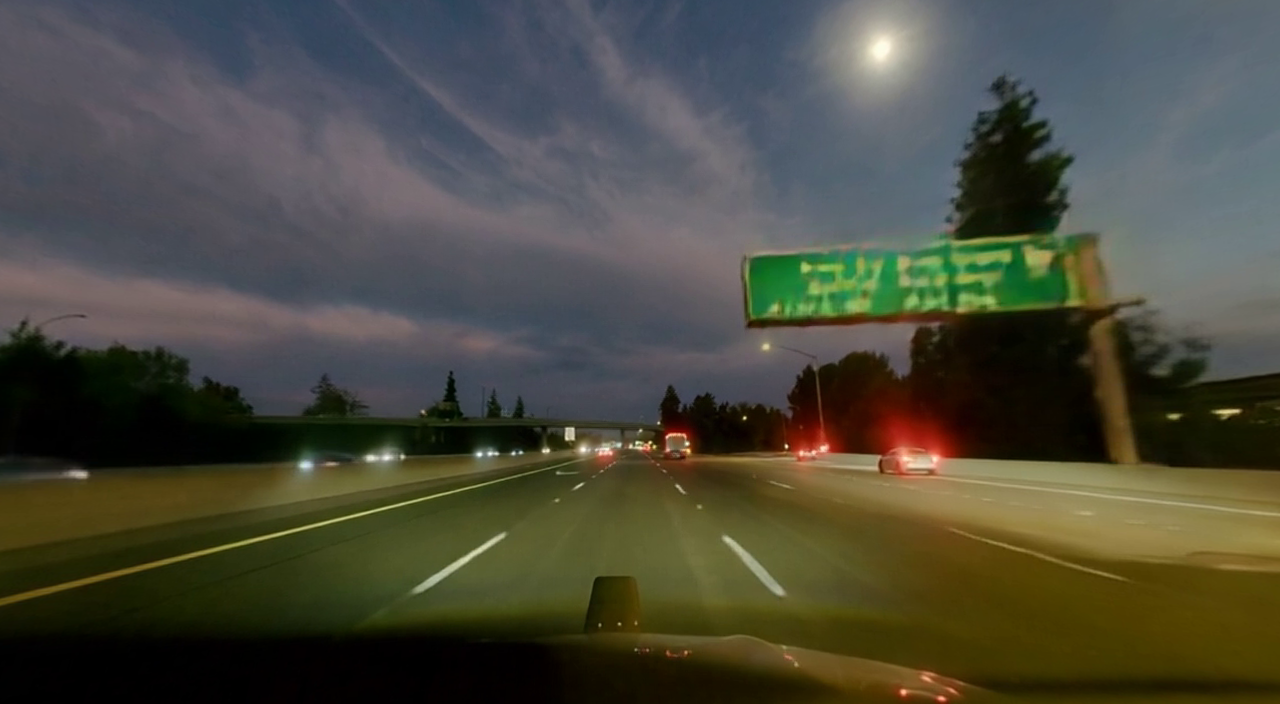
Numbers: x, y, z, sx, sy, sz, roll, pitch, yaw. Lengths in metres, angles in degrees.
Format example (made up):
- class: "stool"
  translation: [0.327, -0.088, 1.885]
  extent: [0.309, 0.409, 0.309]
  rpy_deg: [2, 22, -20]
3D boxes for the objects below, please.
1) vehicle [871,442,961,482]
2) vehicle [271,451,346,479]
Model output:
- class: "vehicle"
  translation: [11.425, 4.565, 26.528]
  extent: [1.878, 1.509, 4.327]
  rpy_deg: [0, -9, 1]
- class: "vehicle"
  translation: [-19.587, 6.678, 37.595]
  extent: [1.935, 1.484, 4.558]
  rpy_deg: [0, -9, 1]
